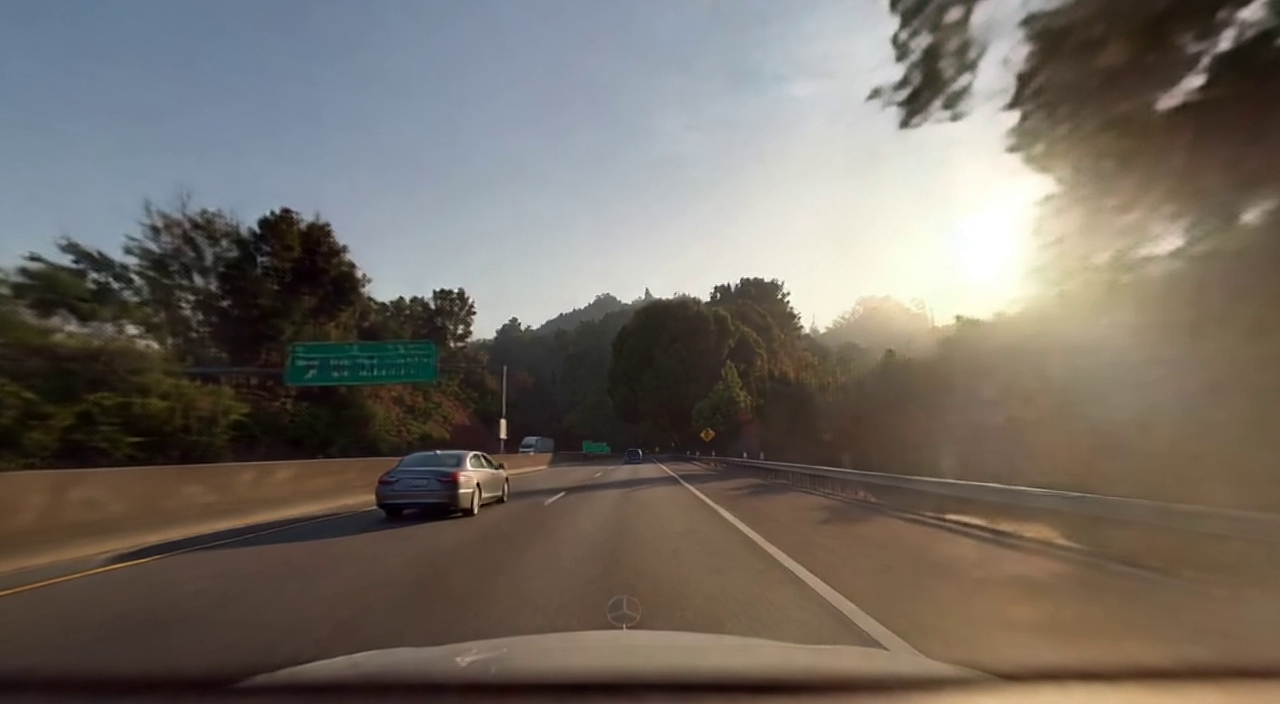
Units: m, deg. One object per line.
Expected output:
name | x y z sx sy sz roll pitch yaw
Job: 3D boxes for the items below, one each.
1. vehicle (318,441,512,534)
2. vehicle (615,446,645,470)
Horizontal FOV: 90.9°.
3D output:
vehicle | -4.134 2.555 12.589 2.157 1.483 4.601 0 -9 0
vehicle | -0.638 7.485 44.695 2.011 1.590 3.607 0 -9 1
